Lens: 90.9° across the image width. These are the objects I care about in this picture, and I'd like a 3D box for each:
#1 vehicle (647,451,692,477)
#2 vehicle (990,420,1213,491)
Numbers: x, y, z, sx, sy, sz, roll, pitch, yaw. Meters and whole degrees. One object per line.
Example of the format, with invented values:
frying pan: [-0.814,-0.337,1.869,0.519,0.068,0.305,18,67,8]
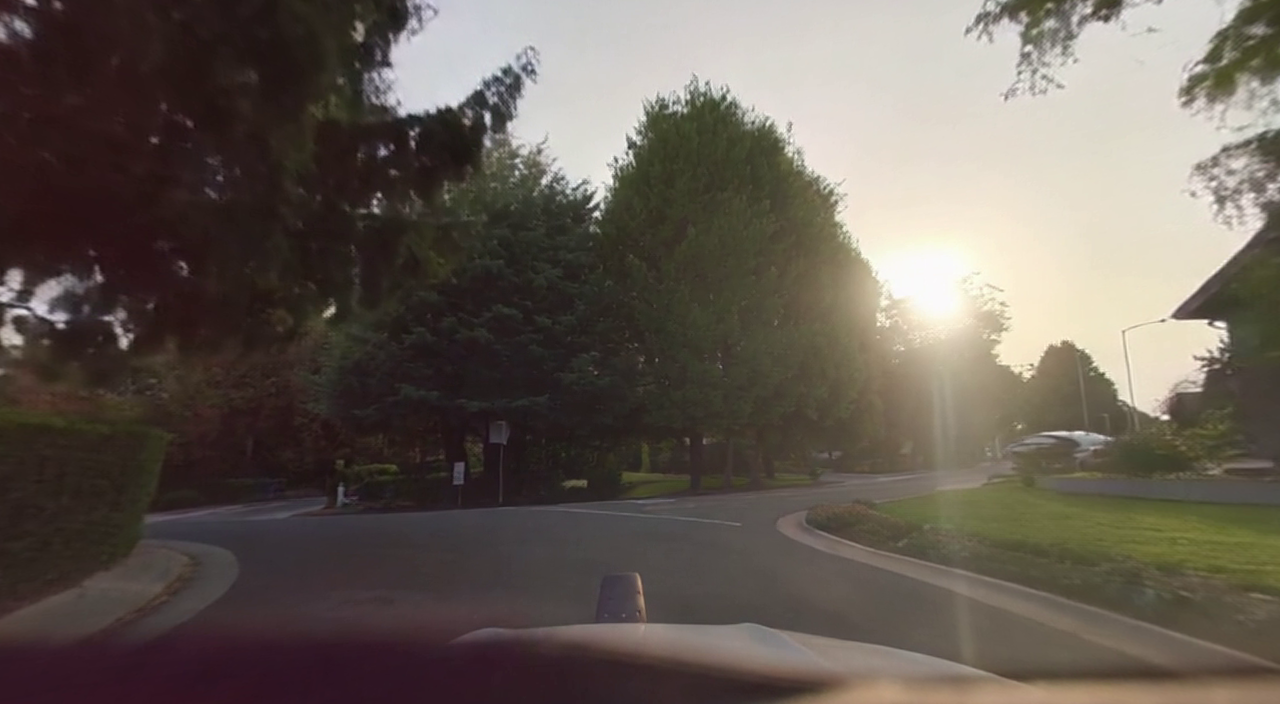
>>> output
vehicle: [1.837,7.226,40.683,1.802,1.548,3.501,3,-11,-17]
vehicle: [13.091,2.991,18.376,2.023,1.756,4.799,3,-9,-20]
